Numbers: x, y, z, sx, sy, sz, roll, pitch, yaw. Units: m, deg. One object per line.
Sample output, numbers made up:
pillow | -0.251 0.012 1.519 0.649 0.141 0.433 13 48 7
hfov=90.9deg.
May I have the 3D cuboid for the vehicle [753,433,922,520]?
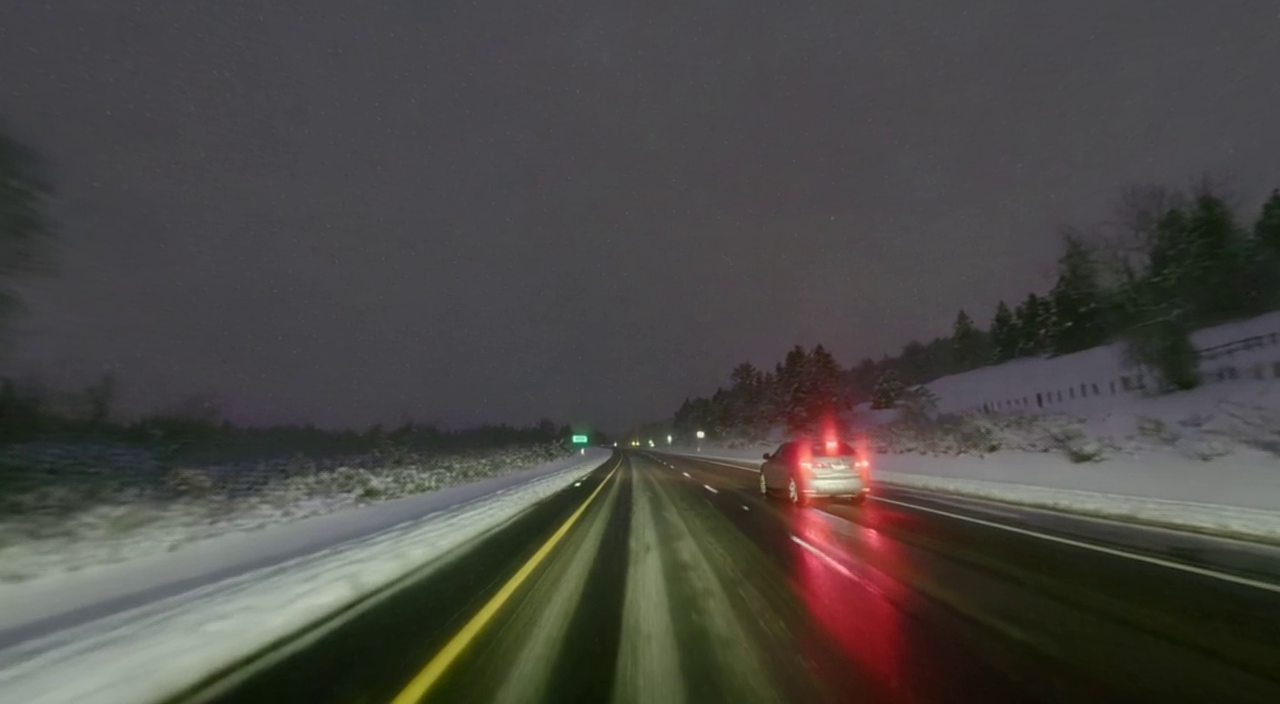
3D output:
vehicle | 3.797 2.469 13.080 2.003 1.466 4.441 0 -8 -1
